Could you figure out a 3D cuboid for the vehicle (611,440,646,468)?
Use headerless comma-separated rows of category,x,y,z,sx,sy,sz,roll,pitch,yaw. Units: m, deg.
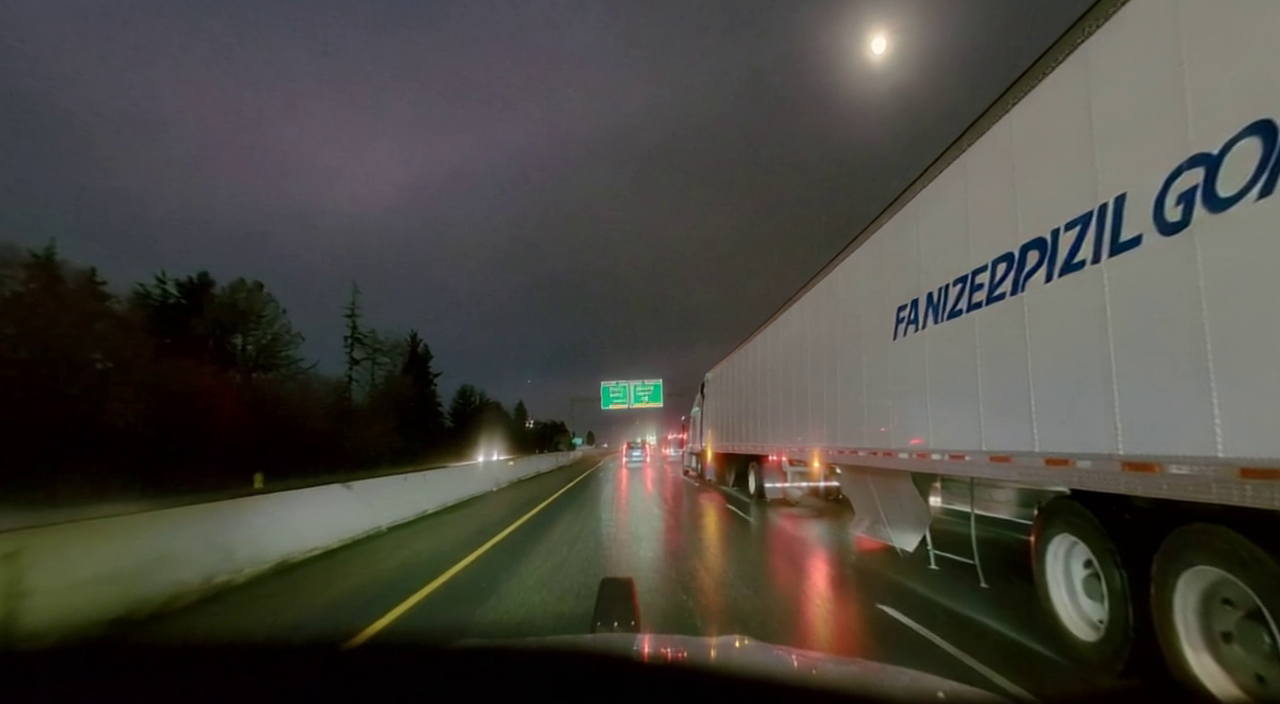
vehicle,-0.632,5.906,36.664,1.943,1.491,3.459,-1,-8,0

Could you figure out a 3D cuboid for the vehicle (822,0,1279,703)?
vehicle,4.254,-0.045,4.648,2.853,4.086,9.078,0,-8,-1
